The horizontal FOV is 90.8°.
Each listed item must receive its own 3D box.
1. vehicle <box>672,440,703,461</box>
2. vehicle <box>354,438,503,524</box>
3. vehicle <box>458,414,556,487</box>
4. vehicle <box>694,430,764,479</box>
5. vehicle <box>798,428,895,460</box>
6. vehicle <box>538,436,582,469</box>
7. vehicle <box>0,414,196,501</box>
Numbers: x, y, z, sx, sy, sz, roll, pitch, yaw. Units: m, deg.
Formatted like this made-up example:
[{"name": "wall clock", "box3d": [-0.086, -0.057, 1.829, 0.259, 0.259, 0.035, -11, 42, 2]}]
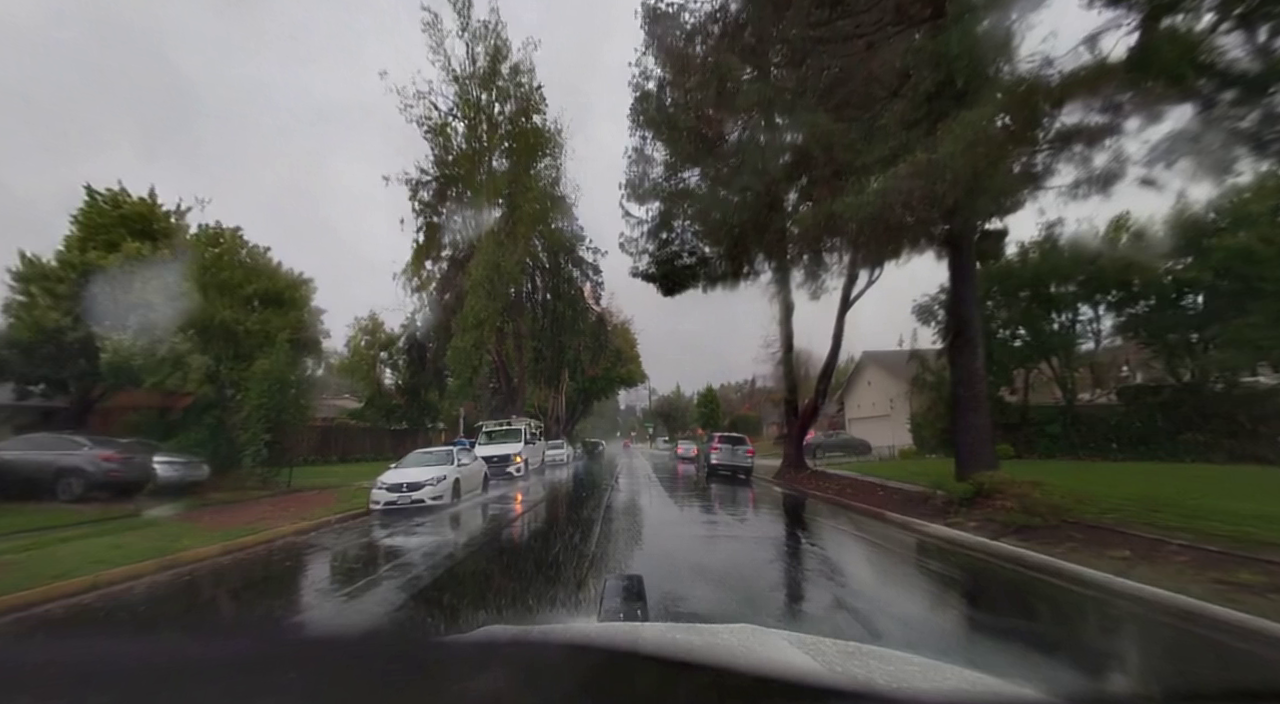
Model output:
[{"name": "vehicle", "box3d": [3.473, 7.303, 46.789, 1.945, 1.495, 3.983, 0, -8, -1]}, {"name": "vehicle", "box3d": [-4.518, 2.764, 14.316, 2.031, 1.479, 4.497, -2, -7, -3]}, {"name": "vehicle", "box3d": [-4.917, 3.730, 24.646, 2.476, 2.434, 6.543, -1, -7, -1]}, {"name": "vehicle", "box3d": [3.482, 4.120, 25.528, 2.082, 1.790, 4.330, 0, -8, -1]}, {"name": "vehicle", "box3d": [12.324, 5.512, 37.894, 5.043, 1.865, 2.026, 0, -8, -1]}, {"name": "vehicle", "box3d": [-4.863, 6.113, 38.953, 2.140, 1.815, 4.926, 0, -7, -1]}, {"name": "vehicle", "box3d": [-13.274, 2.255, 13.807, 5.334, 1.743, 2.259, 0, -7, -3]}]
